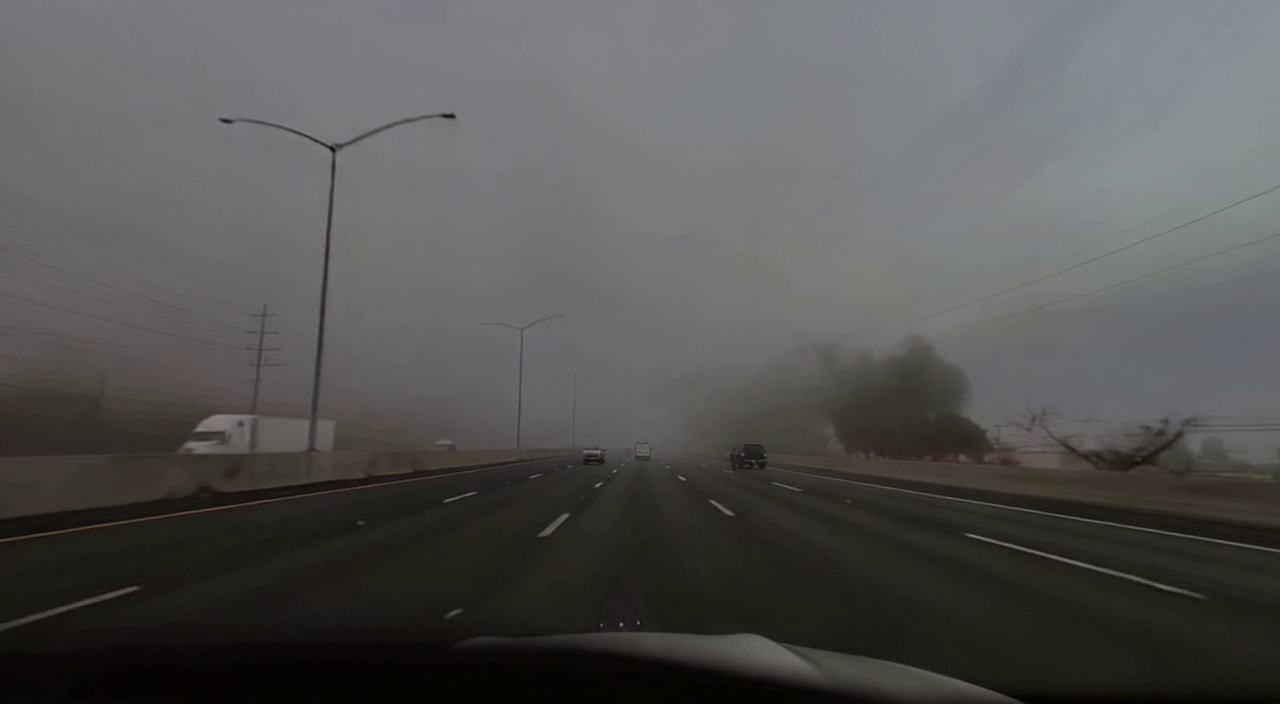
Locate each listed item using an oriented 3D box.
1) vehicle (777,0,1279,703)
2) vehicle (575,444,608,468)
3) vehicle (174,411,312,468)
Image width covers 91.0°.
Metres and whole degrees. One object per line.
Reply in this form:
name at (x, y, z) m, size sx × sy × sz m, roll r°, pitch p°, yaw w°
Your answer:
vehicle at (3.863, -0.180, 3.162) m, size 2.899 × 4.078 × 16.430 m, roll 0°, pitch -8°, yaw 1°
vehicle at (-3.480, 7.552, 45.985) m, size 2.000 × 1.658 × 4.155 m, roll 0°, pitch -9°, yaw 1°
vehicle at (-28.739, 6.497, 46.531) m, size 3.010 × 3.665 × 10.888 m, roll 0°, pitch -9°, yaw 0°
